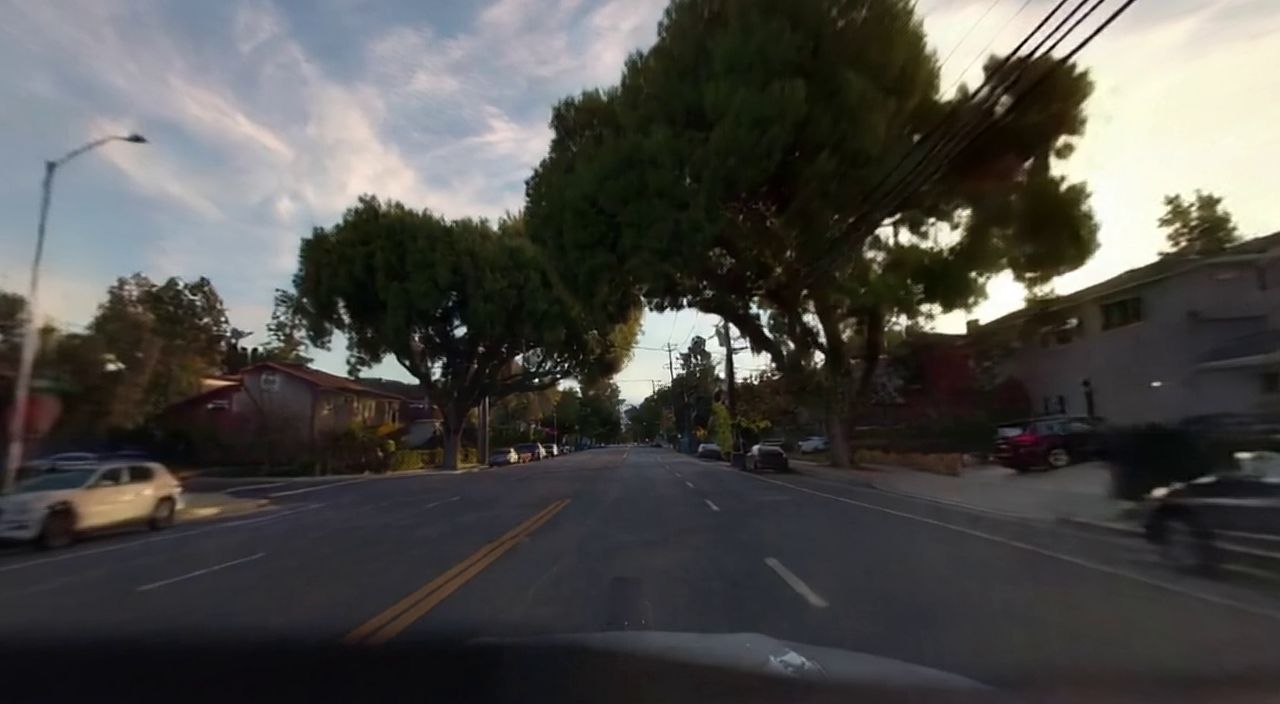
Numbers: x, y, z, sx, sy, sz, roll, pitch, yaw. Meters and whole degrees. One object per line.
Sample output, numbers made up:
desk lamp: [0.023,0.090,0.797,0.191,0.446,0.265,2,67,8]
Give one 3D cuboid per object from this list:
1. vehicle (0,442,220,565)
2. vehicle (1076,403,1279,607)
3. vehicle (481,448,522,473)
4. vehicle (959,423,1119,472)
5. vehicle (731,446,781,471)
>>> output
vehicle: [-10.495,2.730,12.107,1.984,1.762,4.266,-3,-6,0]
vehicle: [6.601,1.323,5.478,2.194,1.741,4.800,0,-8,1]
vehicle: [-10.060,7.904,46.097,1.965,1.675,4.577,0,-8,0]
vehicle: [14.466,3.496,23.056,4.479,1.671,1.913,0,-8,1]
vehicle: [7.077,6.546,38.934,2.070,1.428,4.636,0,-8,-1]
